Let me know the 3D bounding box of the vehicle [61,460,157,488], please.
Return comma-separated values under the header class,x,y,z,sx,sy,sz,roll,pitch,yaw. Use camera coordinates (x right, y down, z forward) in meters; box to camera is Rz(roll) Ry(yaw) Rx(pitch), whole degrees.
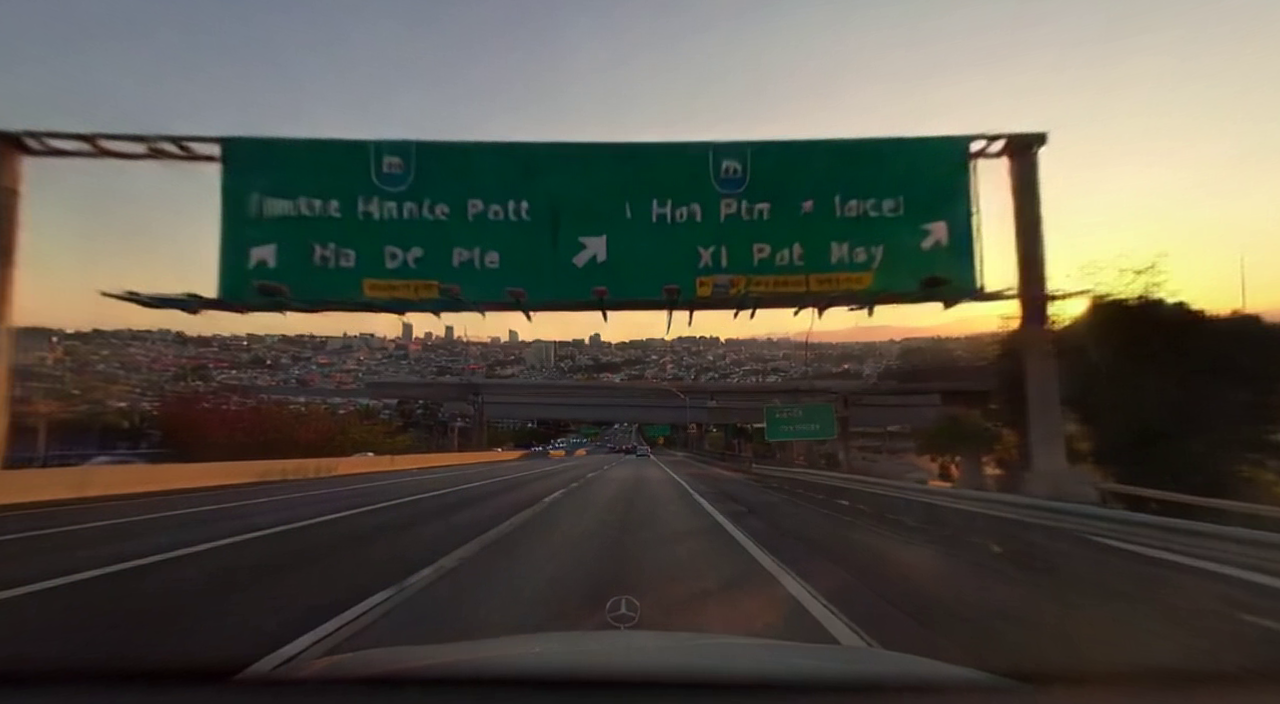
class,x,y,z,sx,sy,sz,roll,pitch,yaw
vehicle,-31.638,7.262,37.716,1.861,1.439,4.457,0,-9,1
